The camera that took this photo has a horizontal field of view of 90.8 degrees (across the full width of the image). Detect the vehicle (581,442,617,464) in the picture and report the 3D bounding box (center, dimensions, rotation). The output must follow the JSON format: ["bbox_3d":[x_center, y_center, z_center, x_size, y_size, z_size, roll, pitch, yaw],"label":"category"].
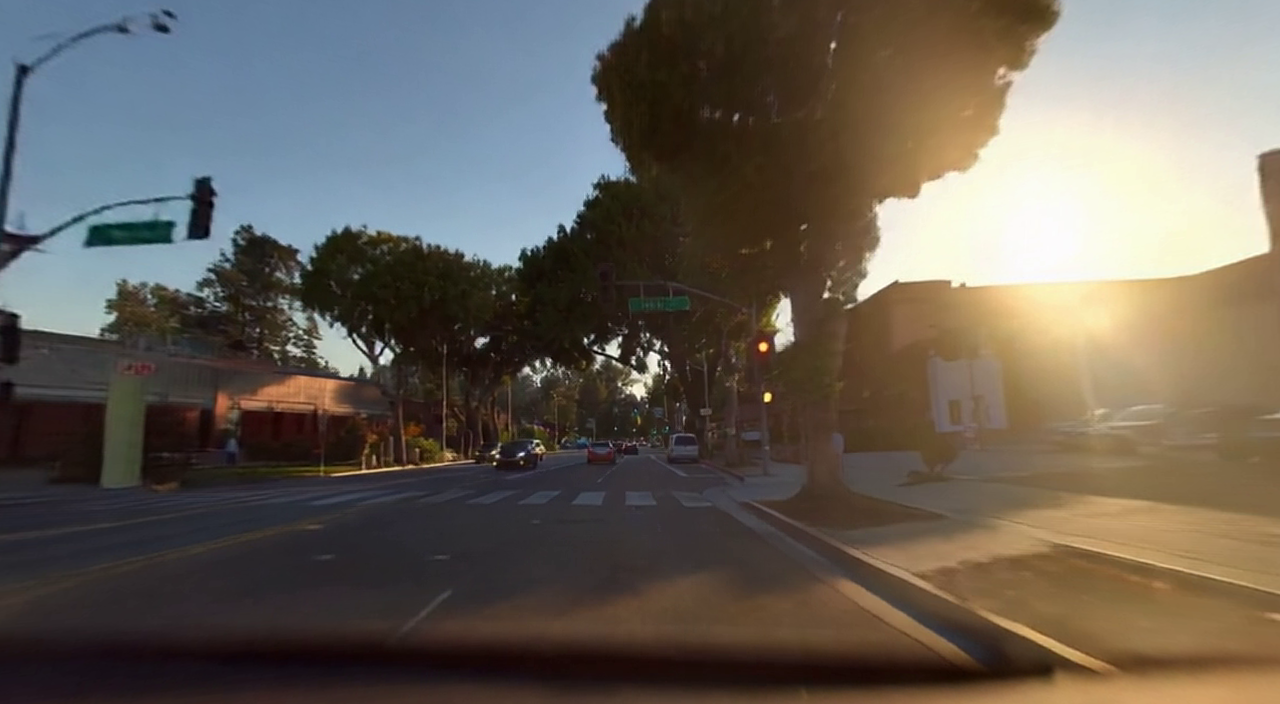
[{"bbox_3d":[-2.885,7.170,45.170,2.122,1.469,4.388,0,-8,2],"label":"vehicle"}]

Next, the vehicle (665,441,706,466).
[{"bbox_3d":[2.848,6.463,40.421,2.034,1.491,4.618,0,-8,-3],"label":"vehicle"}]

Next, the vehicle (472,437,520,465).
[{"bbox_3d":[-10.015,6.914,44.368,2.116,1.817,4.964,0,-8,1],"label":"vehicle"}]
